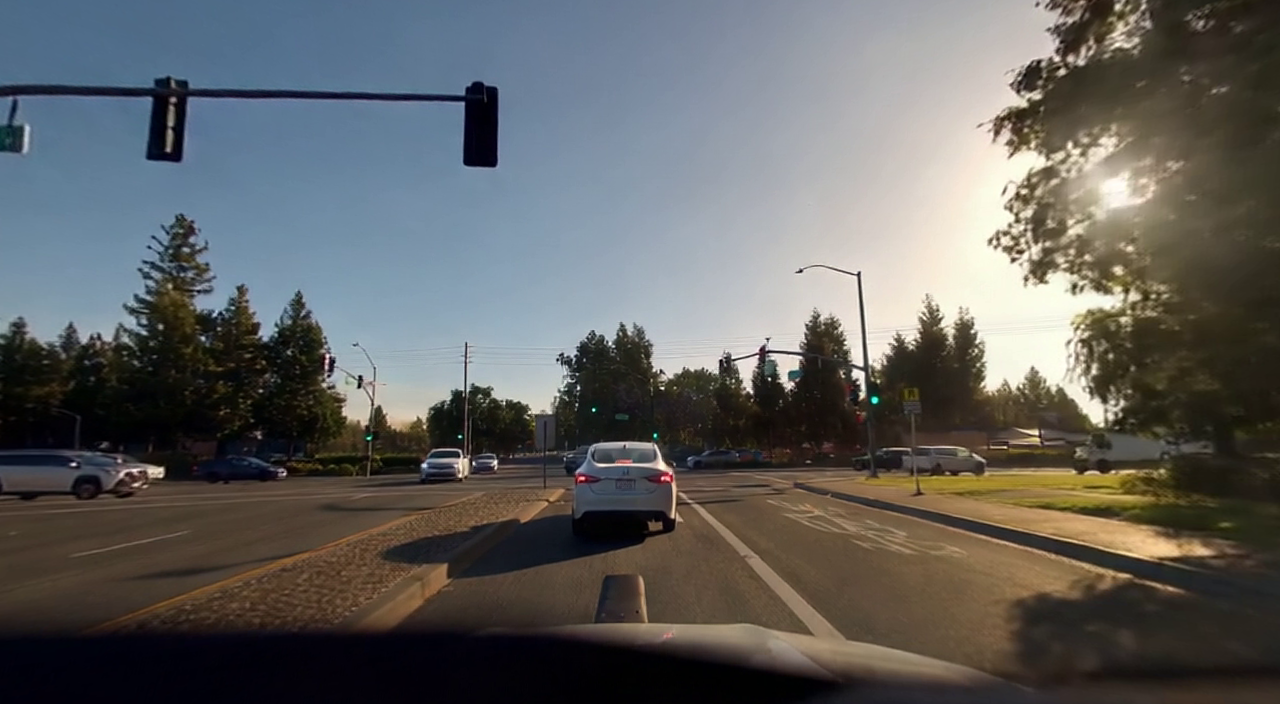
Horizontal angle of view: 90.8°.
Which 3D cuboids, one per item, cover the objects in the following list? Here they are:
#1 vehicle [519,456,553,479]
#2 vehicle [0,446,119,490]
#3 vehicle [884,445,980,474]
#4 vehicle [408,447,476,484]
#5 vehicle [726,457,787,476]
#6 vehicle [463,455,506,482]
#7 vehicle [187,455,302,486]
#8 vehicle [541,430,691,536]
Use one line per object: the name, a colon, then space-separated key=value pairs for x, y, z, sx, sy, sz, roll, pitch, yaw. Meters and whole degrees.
vehicle: x=-7.408 y=8.257 z=45.310 sx=2.077 sy=1.449 sz=4.838 roll=1 pitch=-9 yaw=-6
vehicle: x=-25.745 y=4.923 z=26.955 sx=4.877 sy=1.754 sz=1.978 roll=2 pitch=-9 yaw=-13
vehicle: x=15.627 y=5.715 z=33.829 sx=4.601 sy=1.485 sz=1.929 roll=3 pitch=-9 yaw=-21
vehicle: x=-8.506 y=4.890 z=27.528 sx=2.073 sy=1.459 sz=4.495 roll=1 pitch=-9 yaw=-8
vehicle: x=9.090 y=8.975 z=49.532 sx=4.254 sy=1.359 sz=1.895 roll=2 pitch=-9 yaw=-15
vehicle: x=-10.104 y=7.591 z=41.390 sx=2.078 sy=1.534 sz=4.646 roll=1 pitch=-9 yaw=-5
vehicle: x=-20.045 y=6.023 z=32.206 sx=4.548 sy=1.449 sz=1.802 roll=2 pitch=-9 yaw=-13
vehicle: x=-0.367 y=2.174 z=11.103 sx=2.112 sy=1.479 sz=4.264 roll=0 pitch=-9 yaw=-1
